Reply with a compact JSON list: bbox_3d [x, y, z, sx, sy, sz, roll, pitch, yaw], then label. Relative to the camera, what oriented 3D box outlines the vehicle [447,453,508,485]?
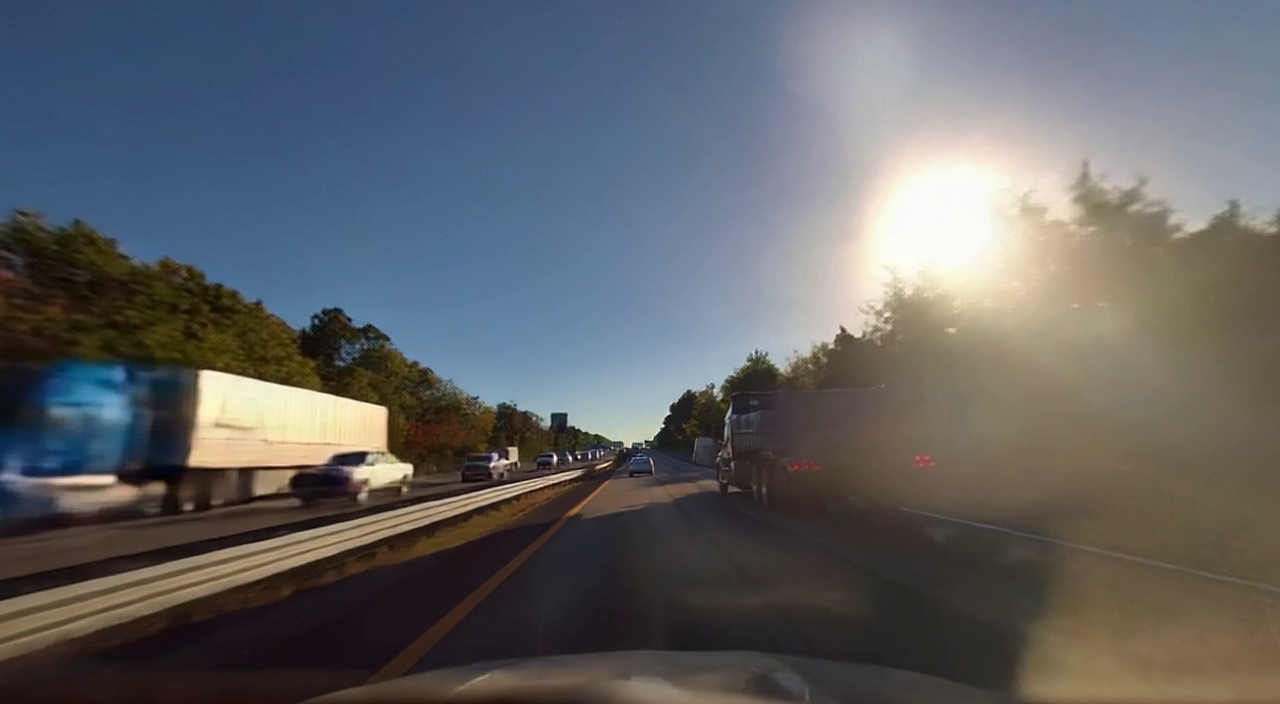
[{"bbox_3d":[-8.293,5.998,32.533,2.012,1.487,4.378,0,-9,0],"label":"vehicle"}]

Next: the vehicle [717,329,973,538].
[{"bbox_3d":[4.325,2.345,17.210,2.885,3.679,12.102,0,-9,0],"label":"vehicle"}]

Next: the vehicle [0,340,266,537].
[{"bbox_3d":[-12.838,2.194,15.855,2.987,3.993,5.925,0,-9,0],"label":"vehicle"}]

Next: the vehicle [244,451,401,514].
[{"bbox_3d":[-8.420,3.475,17.297,2.005,1.472,4.461,0,-9,0],"label":"vehicle"}]

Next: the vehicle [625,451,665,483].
[{"bbox_3d":[0.233,5.827,32.212,1.939,1.495,3.612,0,-9,0],"label":"vehicle"}]
